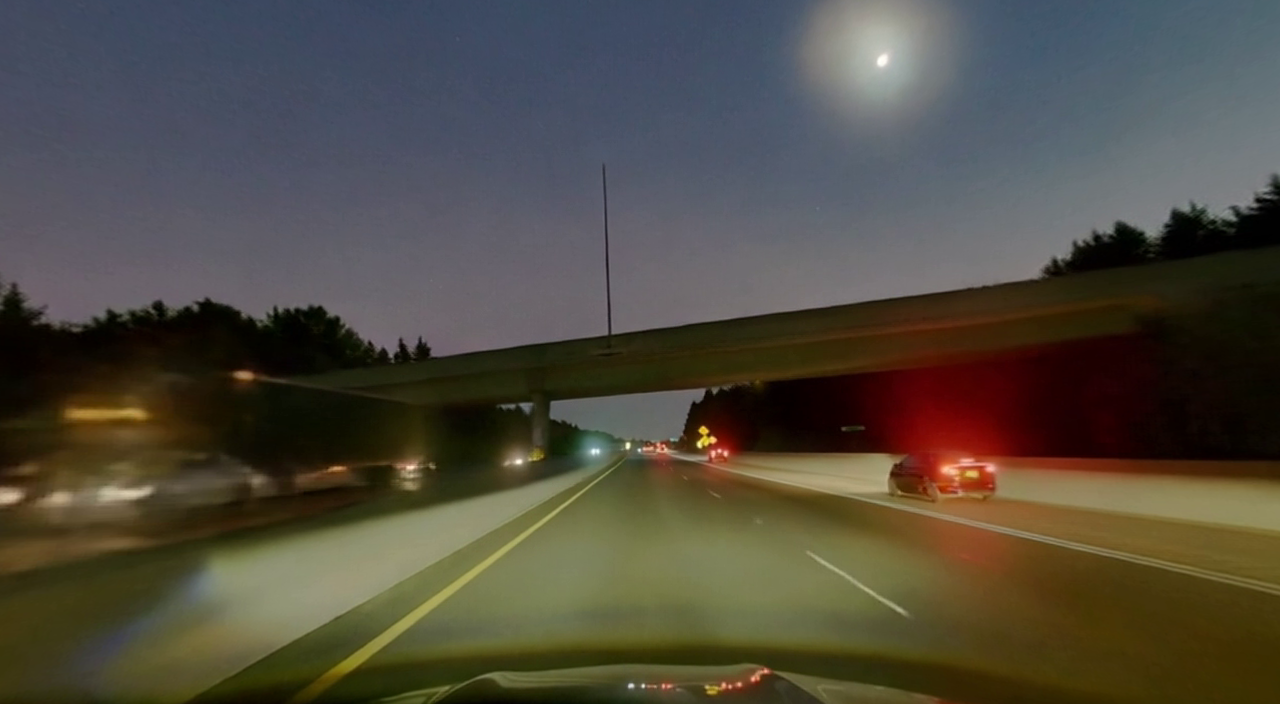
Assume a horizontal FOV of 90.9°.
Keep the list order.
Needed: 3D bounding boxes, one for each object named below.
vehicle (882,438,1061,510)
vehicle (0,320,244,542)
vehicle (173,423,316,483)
[{"bbox_3d":[7.710,2.869,15.234,1.987,1.473,4.244,0,-9,0],"label":"vehicle"},{"bbox_3d":[-12.672,1.881,14.117,2.948,3.836,6.895,0,-9,0],"label":"vehicle"},{"bbox_3d":[-12.658,3.326,20.580,1.822,1.677,4.314,-2,-10,1],"label":"vehicle"}]
